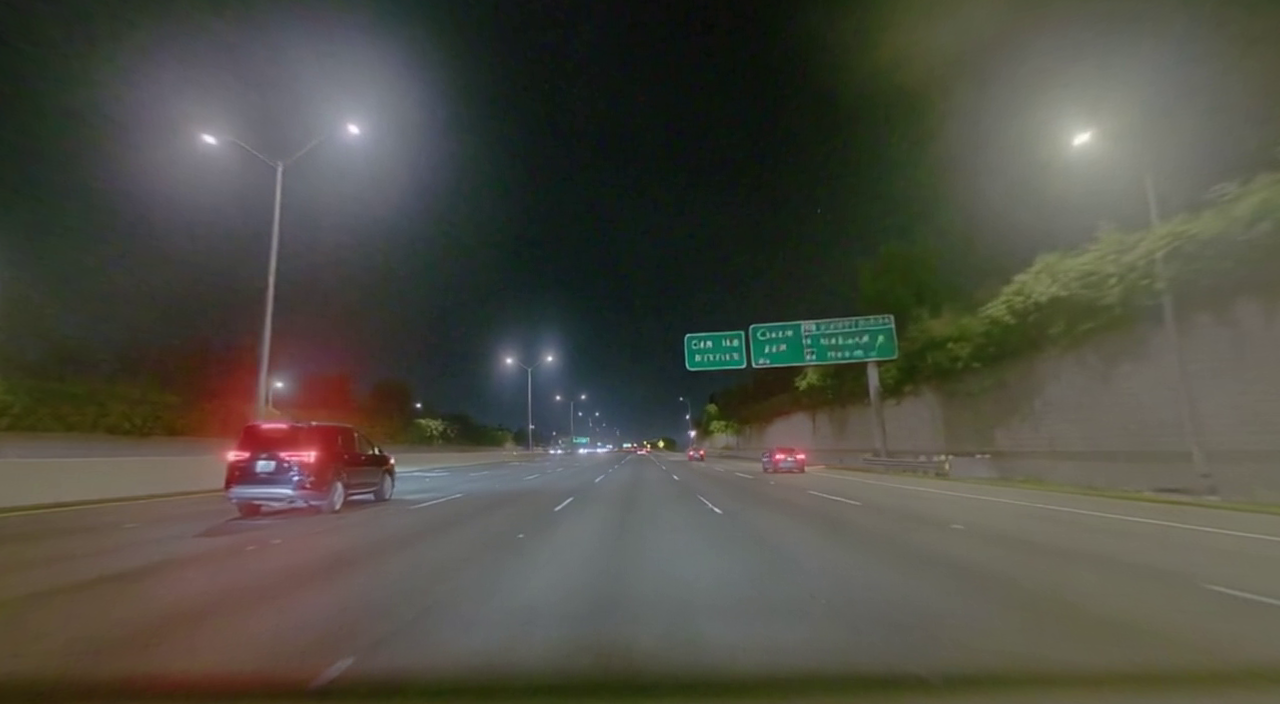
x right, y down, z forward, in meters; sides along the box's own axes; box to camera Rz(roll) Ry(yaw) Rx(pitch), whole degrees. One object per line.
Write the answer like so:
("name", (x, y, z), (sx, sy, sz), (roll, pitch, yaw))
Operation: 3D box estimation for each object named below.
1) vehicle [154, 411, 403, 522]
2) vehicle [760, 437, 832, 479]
("vehicle", (-7.568, 2.483, 14.094), (2.431, 2.005, 5.166), (0, -9, 1))
("vehicle", (7.073, 4.879, 29.114), (2.167, 1.781, 4.340), (0, -9, -1))
